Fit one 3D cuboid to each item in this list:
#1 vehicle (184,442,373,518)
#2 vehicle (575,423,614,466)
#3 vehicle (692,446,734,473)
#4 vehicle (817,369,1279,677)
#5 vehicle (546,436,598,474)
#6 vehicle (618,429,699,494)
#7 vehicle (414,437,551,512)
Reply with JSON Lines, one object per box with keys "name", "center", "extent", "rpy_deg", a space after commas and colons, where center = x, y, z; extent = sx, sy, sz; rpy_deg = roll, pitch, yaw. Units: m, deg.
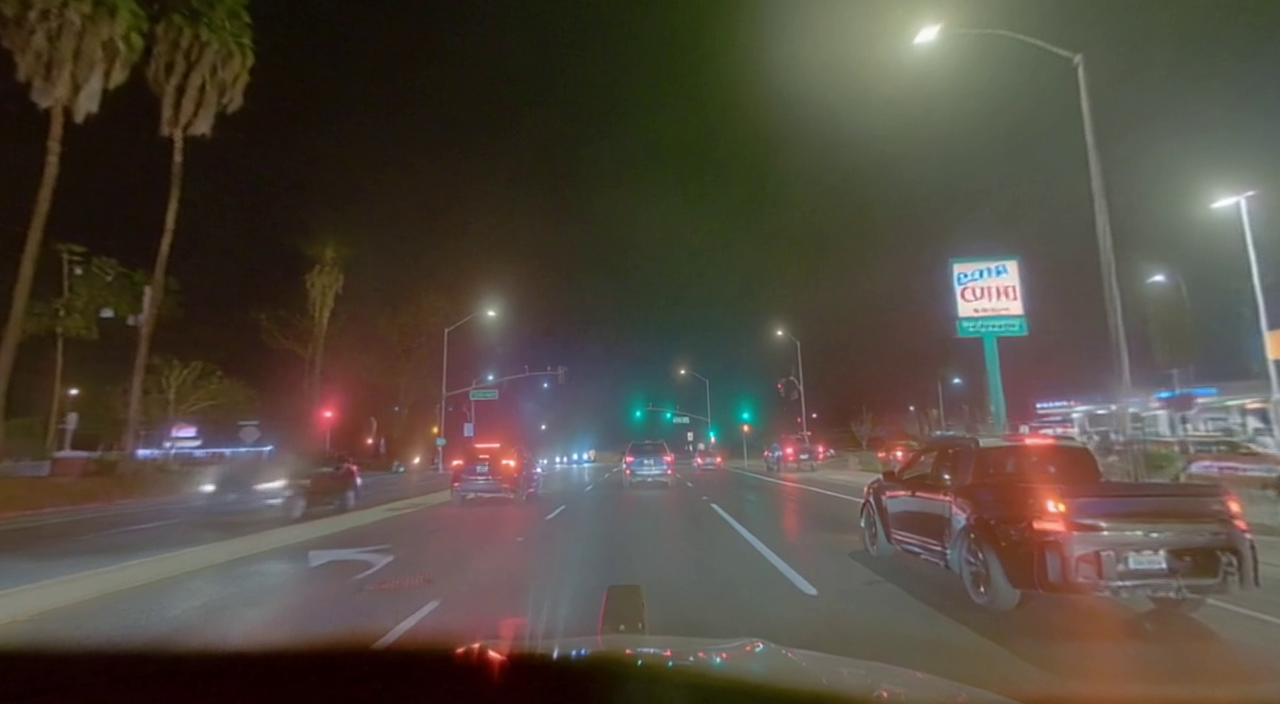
{"name": "vehicle", "center": [-8.118, 2.860, 14.668], "extent": [1.921, 1.489, 4.250], "rpy_deg": [0, -8, -1]}
{"name": "vehicle", "center": [-3.209, 6.628, 45.062], "extent": [2.393, 2.865, 5.466], "rpy_deg": [0, -8, 0]}
{"name": "vehicle", "center": [4.124, 6.096, 35.941], "extent": [1.901, 1.401, 3.965], "rpy_deg": [0, -8, 0]}
{"name": "vehicle", "center": [3.705, 1.407, 6.567], "extent": [2.120, 1.828, 5.531], "rpy_deg": [0, -8, 1]}
{"name": "vehicle", "center": [-3.485, 5.367, 32.912], "extent": [2.071, 1.811, 4.605], "rpy_deg": [0, -8, 2]}
{"name": "vehicle", "center": [0.525, 3.515, 20.647], "extent": [2.295, 1.835, 5.471], "rpy_deg": [0, -8, 0]}
{"name": "vehicle", "center": [-3.539, 2.845, 15.143], "extent": [1.983, 1.502, 4.720], "rpy_deg": [0, -8, 1]}
